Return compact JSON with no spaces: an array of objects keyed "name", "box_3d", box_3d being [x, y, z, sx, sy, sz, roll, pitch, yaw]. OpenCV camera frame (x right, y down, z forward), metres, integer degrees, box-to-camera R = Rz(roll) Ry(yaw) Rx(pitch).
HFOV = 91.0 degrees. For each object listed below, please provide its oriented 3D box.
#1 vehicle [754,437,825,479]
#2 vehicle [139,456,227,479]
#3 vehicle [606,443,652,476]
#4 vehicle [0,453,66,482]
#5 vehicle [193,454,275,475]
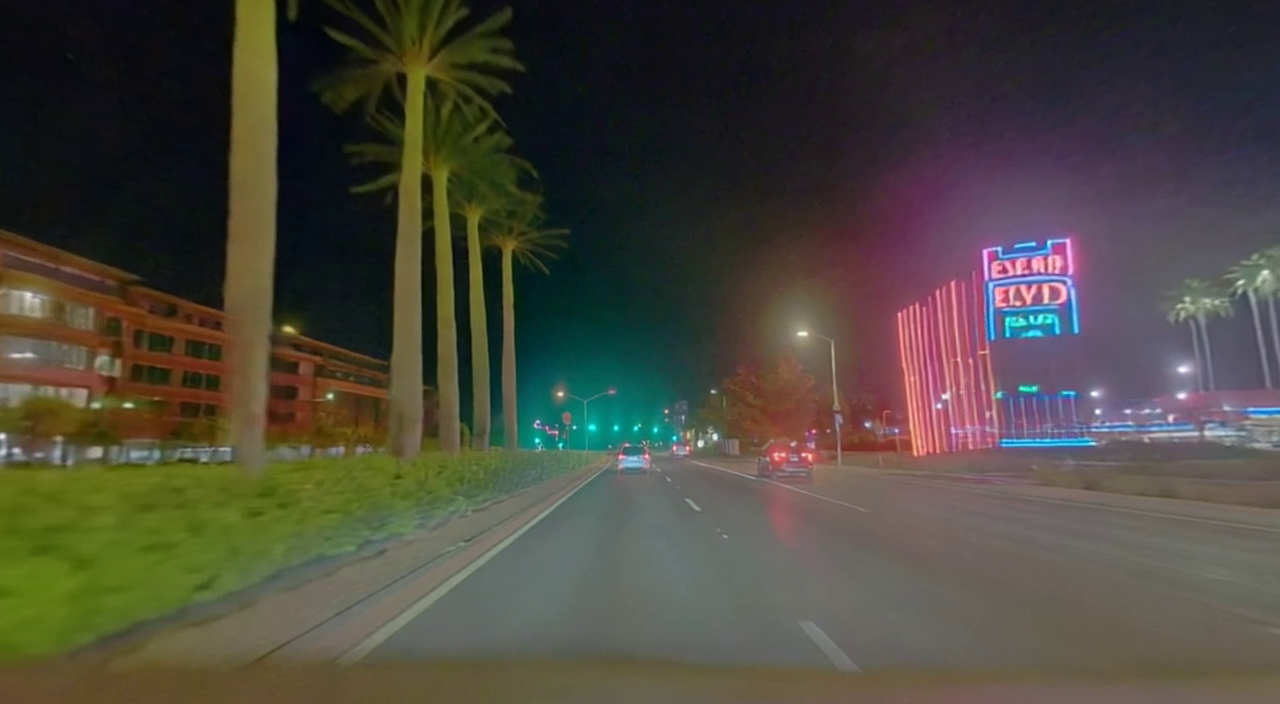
[{"name":"vehicle","box_3d":[6.226,4.453,26.693,1.949,1.647,3.894,0,-8,-2]},{"name":"vehicle","box_3d":[-31.257,7.873,43.158,4.452,1.470,2.016,0,-9,-1]},{"name":"vehicle","box_3d":[-0.474,4.903,28.899,1.970,1.402,3.756,0,-8,-1]},{"name":"vehicle","box_3d":[-44.581,8.205,45.032,2.083,1.900,5.420,0,-8,-4]},{"name":"vehicle","box_3d":[-31.136,8.598,48.358,4.767,1.489,2.051,0,-8,-3]}]
